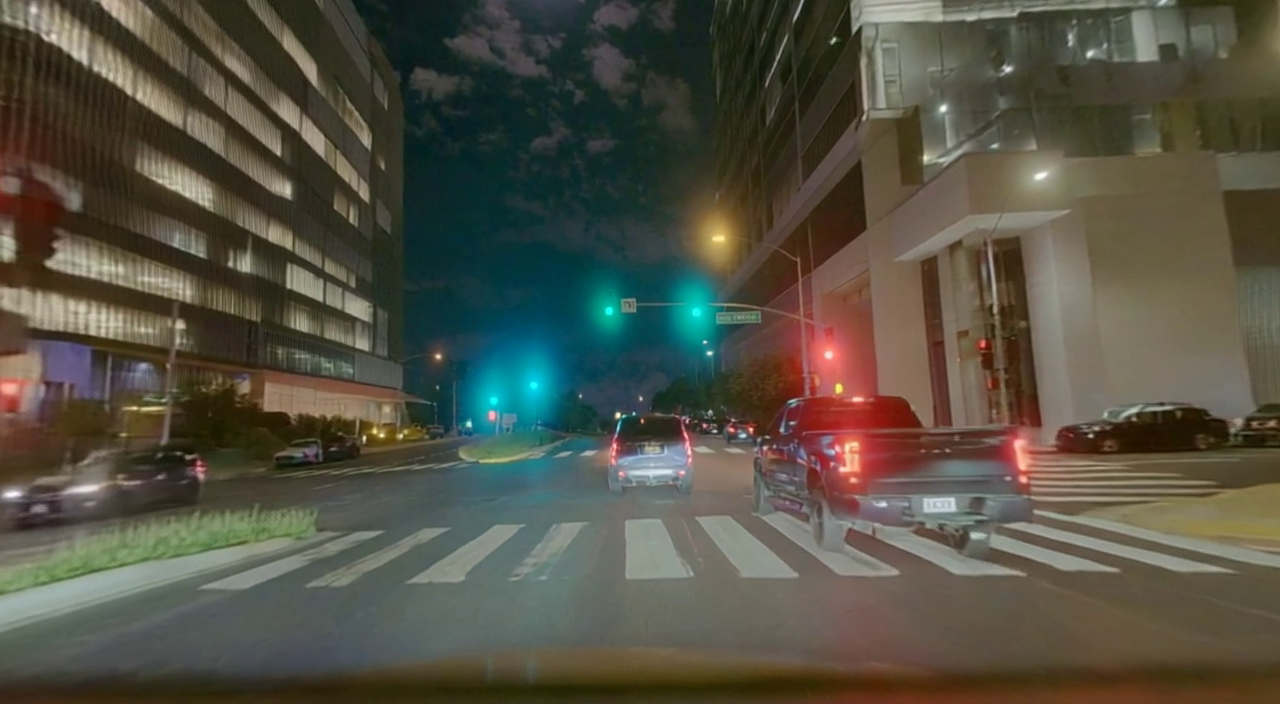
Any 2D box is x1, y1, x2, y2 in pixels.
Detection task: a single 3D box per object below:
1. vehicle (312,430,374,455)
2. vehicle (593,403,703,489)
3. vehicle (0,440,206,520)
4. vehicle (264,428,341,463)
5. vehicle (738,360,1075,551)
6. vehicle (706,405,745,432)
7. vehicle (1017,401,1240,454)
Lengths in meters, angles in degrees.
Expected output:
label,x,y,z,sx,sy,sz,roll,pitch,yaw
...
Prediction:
label,x,y,z,sx,sy,sz,roll,pitch,yaw
vehicle,-19.661,6.033,42.008,1.871,1.546,4.792,0,-9,0
vehicle,0.121,2.265,15.309,2.283,1.773,4.255,0,-9,-1
vehicle,-13.509,3.103,15.892,2.062,1.697,4.321,0,-9,-1
vehicle,-19.573,5.474,36.829,2.060,1.867,4.626,0,-9,-2
vehicle,3.373,1.557,10.072,2.487,2.048,6.443,0,-8,-1
vehicle,6.510,5.161,48.644,2.279,1.818,4.961,0,-9,-1
vehicle,14.312,2.270,18.722,4.872,1.472,2.136,0,-9,-2
